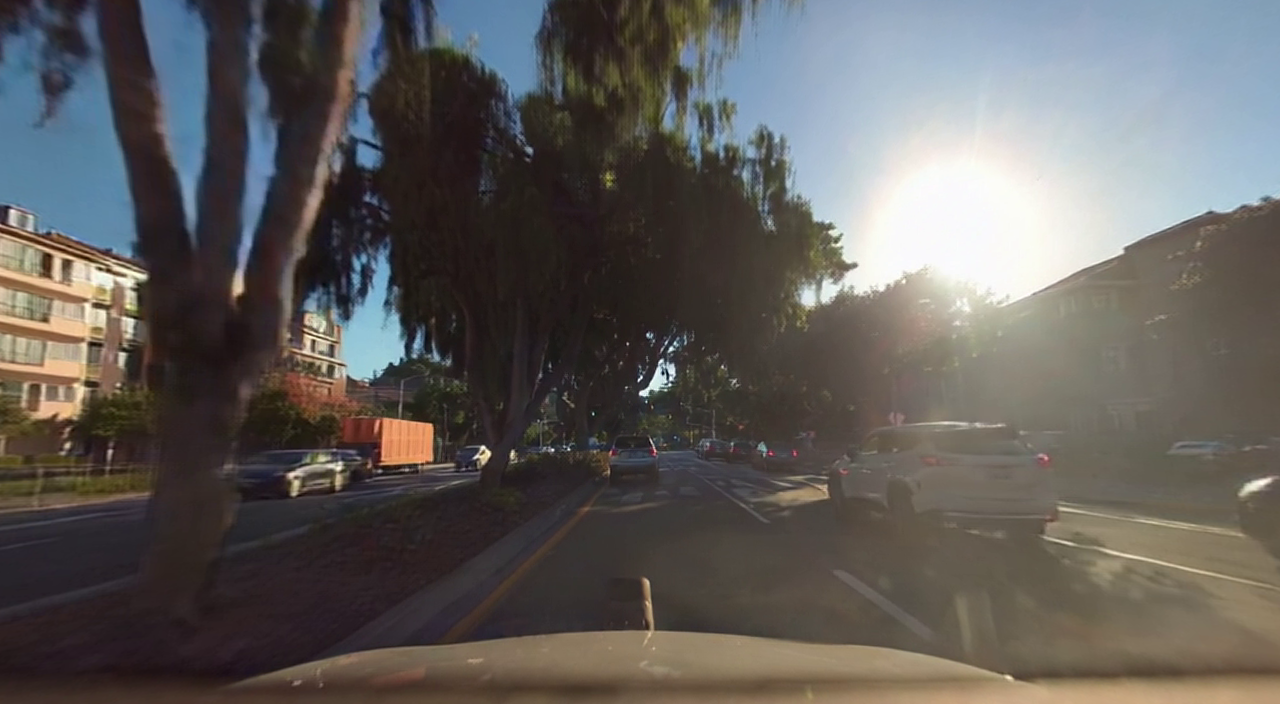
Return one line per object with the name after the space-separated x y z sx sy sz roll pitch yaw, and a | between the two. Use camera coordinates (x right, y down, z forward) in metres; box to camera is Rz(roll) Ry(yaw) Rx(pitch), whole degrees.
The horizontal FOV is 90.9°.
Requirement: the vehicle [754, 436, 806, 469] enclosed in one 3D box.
7.823 5.656 35.626 1.971 1.722 4.341 0 -8 0 | vehicle

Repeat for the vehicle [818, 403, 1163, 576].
4.088 1.687 8.516 2.100 1.689 4.501 0 -8 1 | vehicle

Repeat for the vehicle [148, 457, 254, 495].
-20.613 5.806 29.850 1.821 1.568 4.296 0 -8 2 | vehicle

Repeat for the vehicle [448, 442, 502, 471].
-10.426 6.632 40.243 2.142 1.742 4.523 0 -8 1 | vehicle

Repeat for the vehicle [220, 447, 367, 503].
-10.317 3.656 19.231 1.907 1.471 4.410 0 -8 1 | vehicle

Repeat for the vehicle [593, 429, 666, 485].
-0.334 3.700 22.481 2.332 1.798 4.546 0 -8 0 | vehicle
